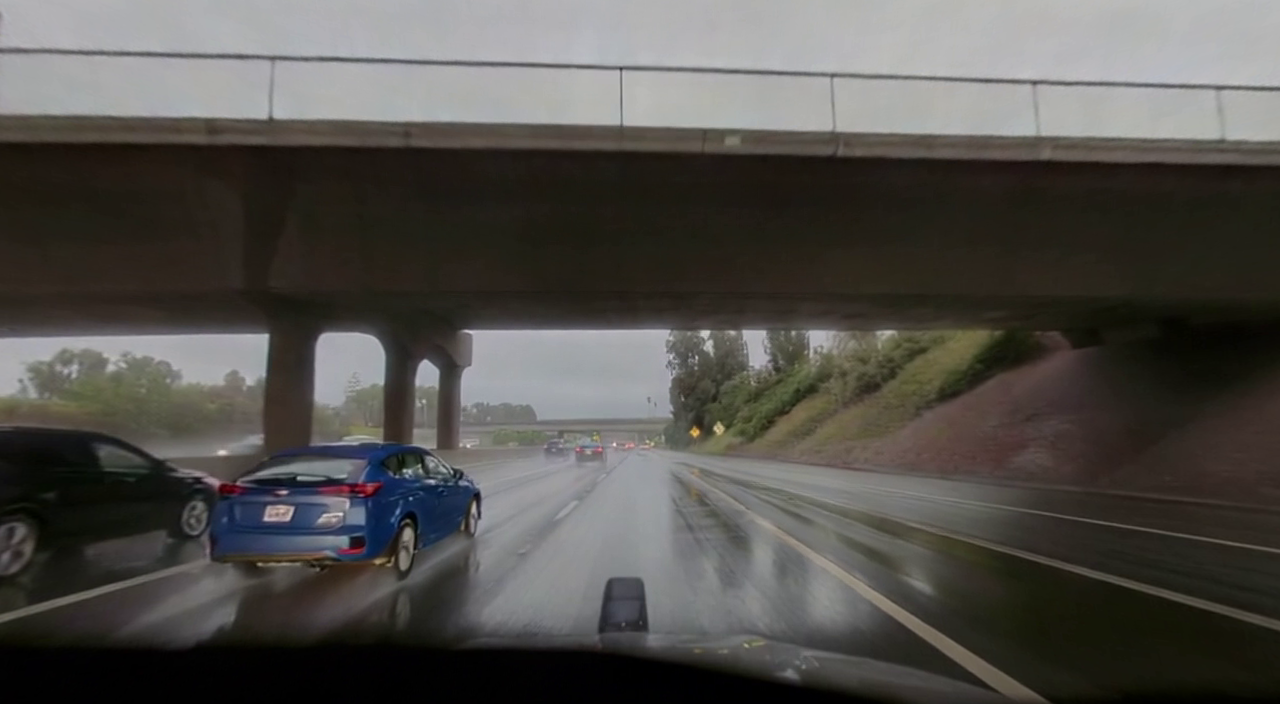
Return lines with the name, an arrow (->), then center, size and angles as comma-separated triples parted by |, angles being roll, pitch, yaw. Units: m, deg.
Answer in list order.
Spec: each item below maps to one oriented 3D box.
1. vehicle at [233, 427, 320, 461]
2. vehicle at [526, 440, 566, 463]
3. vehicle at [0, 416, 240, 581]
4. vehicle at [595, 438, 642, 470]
vehicle -> -19.980, 5.117, 34.929 | 2.109, 1.744, 4.556 | 0, -8, -1
vehicle -> -6.688, 7.166, 45.460 | 2.069, 1.551, 4.830 | 0, -8, 1
vehicle -> -7.210, 1.546, 6.984 | 2.235, 1.554, 4.976 | 0, -8, 1
vehicle -> -1.094, 5.612, 34.763 | 2.210, 1.628, 4.586 | -1, -8, 3
